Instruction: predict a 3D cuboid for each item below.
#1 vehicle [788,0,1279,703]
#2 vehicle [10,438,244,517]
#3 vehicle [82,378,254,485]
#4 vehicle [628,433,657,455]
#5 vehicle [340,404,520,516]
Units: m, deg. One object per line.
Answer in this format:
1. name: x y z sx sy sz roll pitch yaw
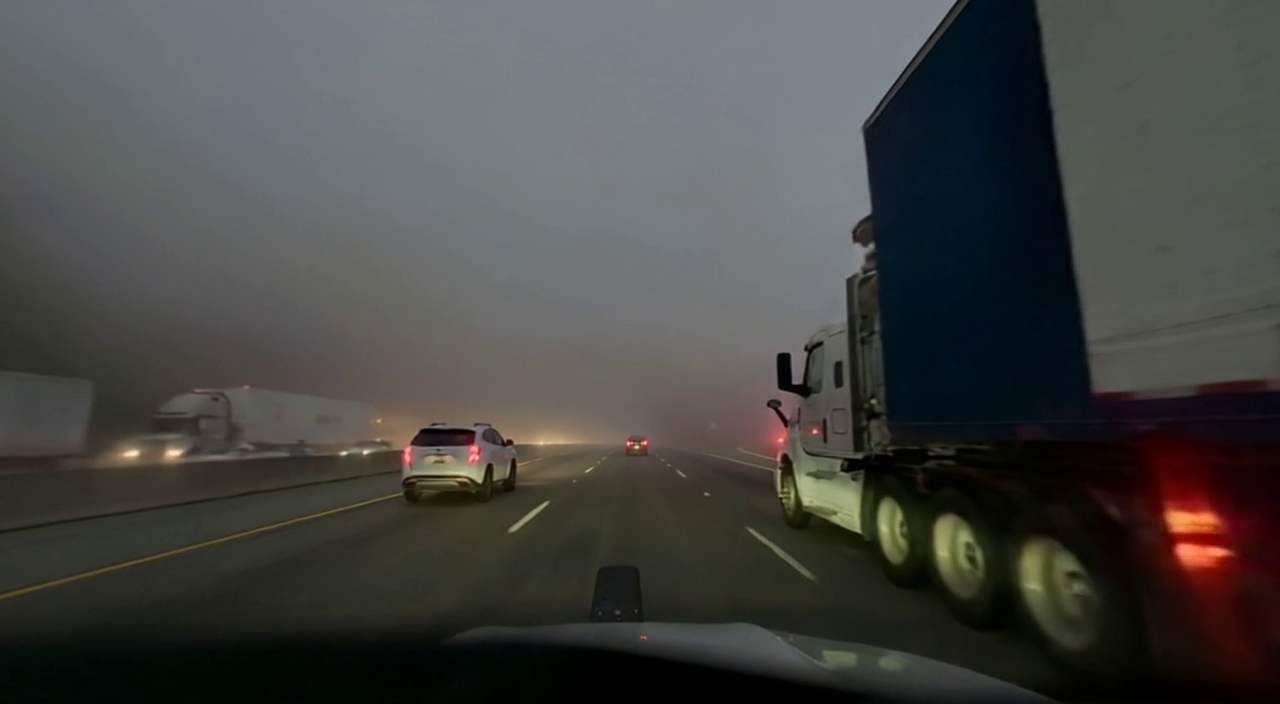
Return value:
1. vehicle: 3.565 -0.060 5.522 3.024 4.287 5.601 1 -7 -1
2. vehicle: -11.083 2.672 14.057 1.891 1.475 3.958 0 -8 0
3. vehicle: -19.544 3.336 26.526 3.070 4.049 5.097 0 -8 -1
4. vehicle: 0.164 6.839 46.692 2.051 1.528 4.265 0 -8 -1
5. vehicle: -4.007 2.144 13.068 2.115 1.887 4.721 0 -8 0
